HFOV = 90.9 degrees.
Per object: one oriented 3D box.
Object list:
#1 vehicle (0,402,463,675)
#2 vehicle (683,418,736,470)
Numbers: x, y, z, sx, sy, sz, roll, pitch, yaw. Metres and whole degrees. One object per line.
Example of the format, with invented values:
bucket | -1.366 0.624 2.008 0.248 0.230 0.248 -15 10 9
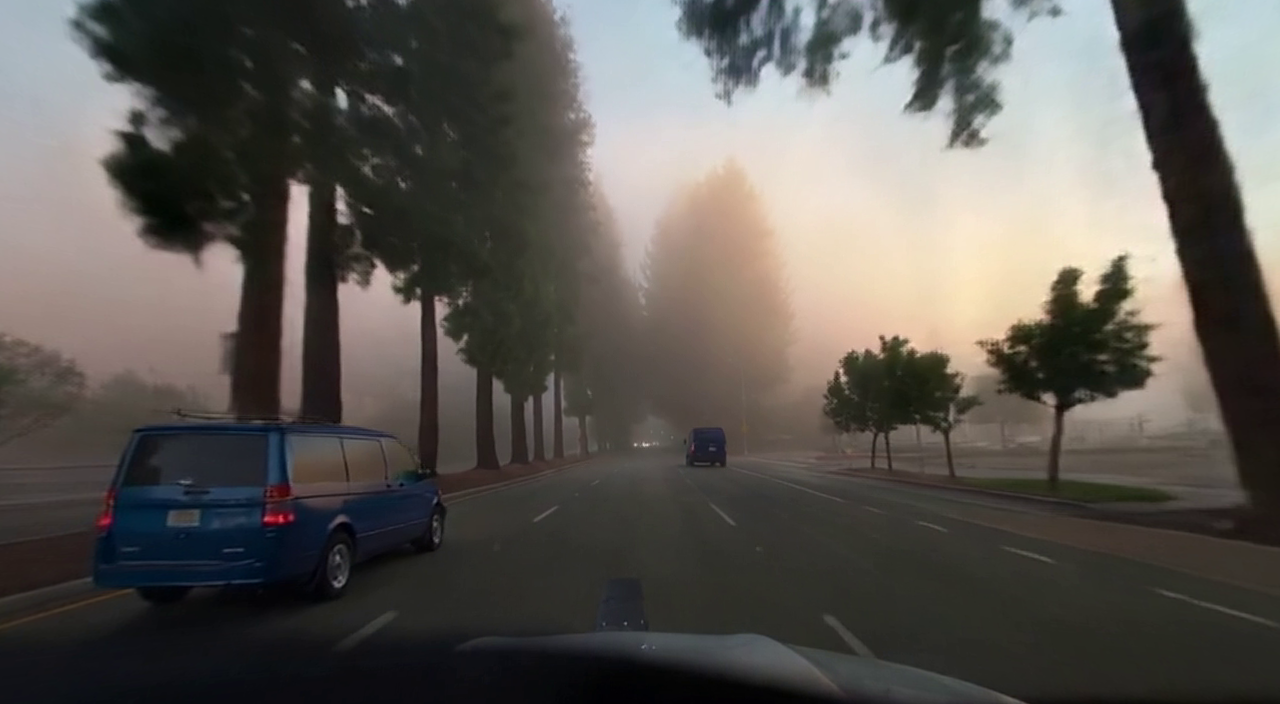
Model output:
vehicle | -3.490 1.446 6.090 2.129 1.602 4.532 0 -8 2
vehicle | 3.820 5.232 35.687 2.349 2.671 5.744 0 -8 0
